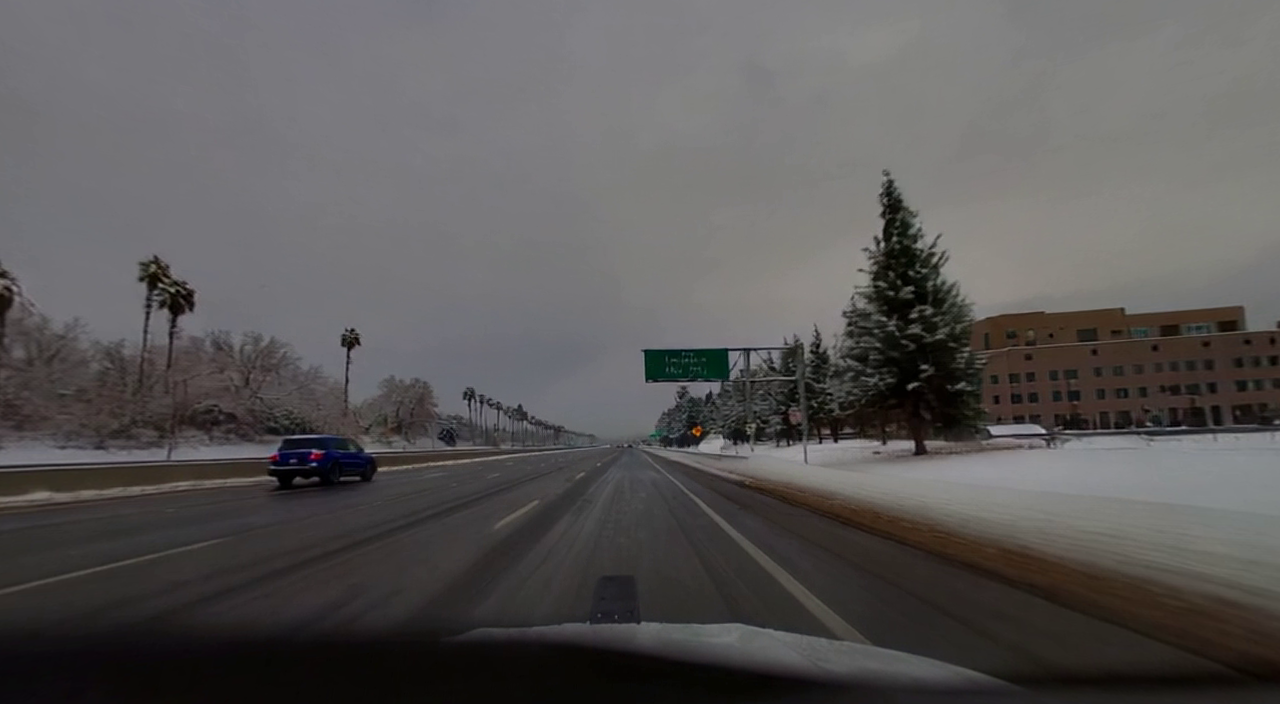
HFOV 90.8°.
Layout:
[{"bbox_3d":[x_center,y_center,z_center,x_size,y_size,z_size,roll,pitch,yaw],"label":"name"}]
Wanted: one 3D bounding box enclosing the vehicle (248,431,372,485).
[{"bbox_3d":[-11.776,3.813,22.974,2.016,1.754,4.543,0,-8,0],"label":"vehicle"}]
